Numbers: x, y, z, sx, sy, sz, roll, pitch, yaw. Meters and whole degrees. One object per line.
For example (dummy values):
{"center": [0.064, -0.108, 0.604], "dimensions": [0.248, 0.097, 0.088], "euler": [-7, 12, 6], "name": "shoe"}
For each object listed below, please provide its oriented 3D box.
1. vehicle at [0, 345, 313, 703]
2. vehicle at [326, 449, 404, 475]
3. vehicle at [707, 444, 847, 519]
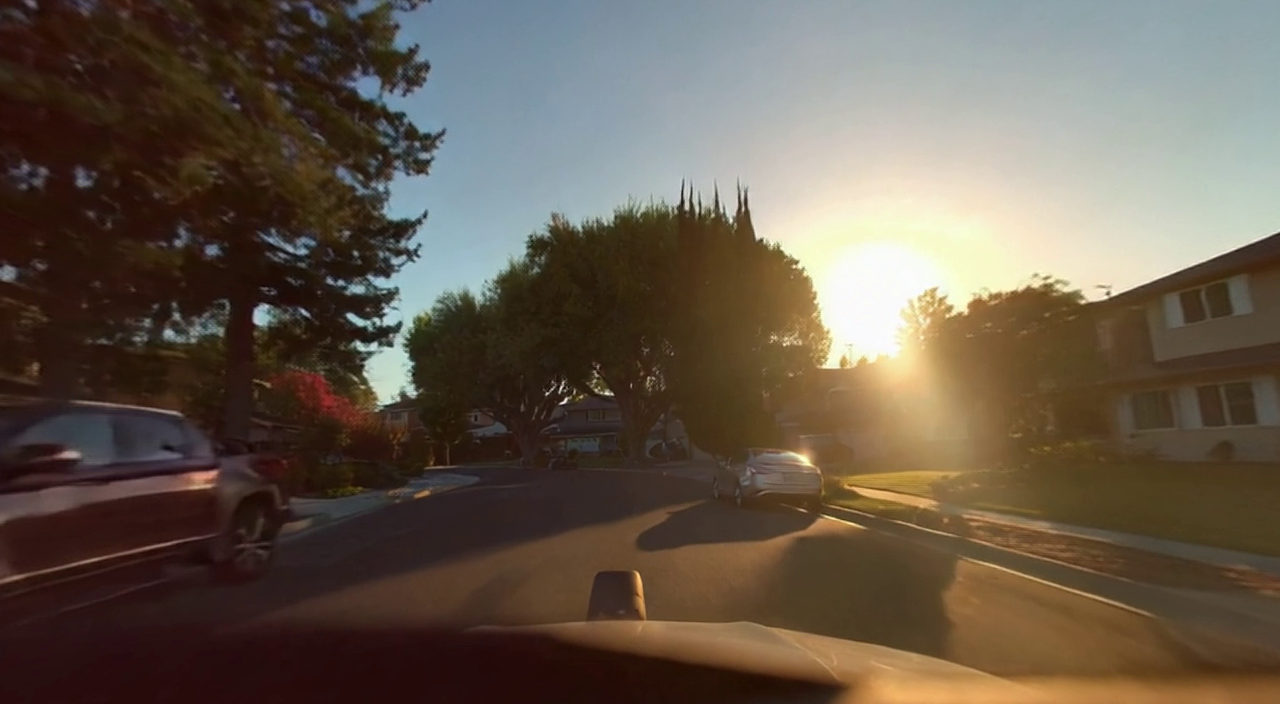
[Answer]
{"center": [-4.710, 1.113, 4.423], "dimensions": [2.182, 1.962, 5.446], "euler": [0, -9, -4], "name": "vehicle"}
{"center": [-18.312, 7.333, 41.931], "dimensions": [4.330, 1.657, 2.037], "euler": [-3, -9, 14], "name": "vehicle"}
{"center": [3.050, 3.011, 15.214], "dimensions": [1.998, 1.489, 4.722], "euler": [0, -9, -4], "name": "vehicle"}
